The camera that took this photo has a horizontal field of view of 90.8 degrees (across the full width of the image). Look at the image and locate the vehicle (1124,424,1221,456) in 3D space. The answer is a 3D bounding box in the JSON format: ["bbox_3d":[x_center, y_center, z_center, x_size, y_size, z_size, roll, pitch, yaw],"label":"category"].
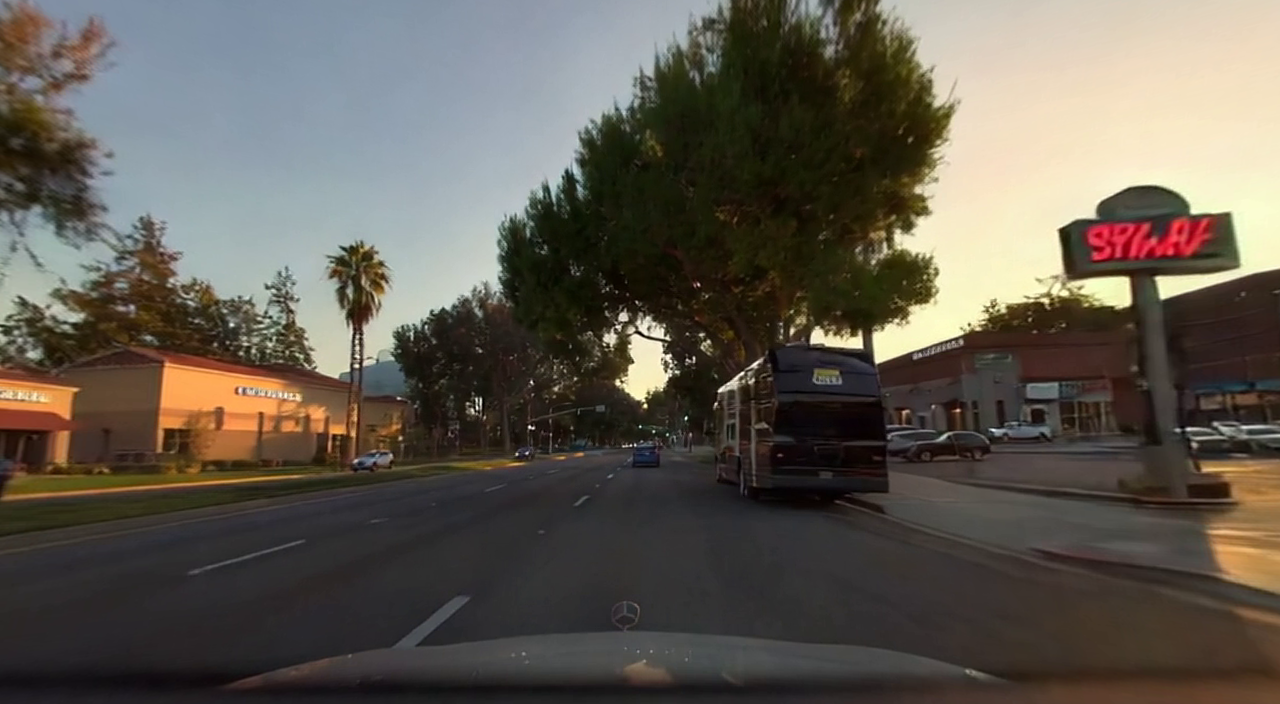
[{"bbox_3d":[25.969,4.318,30.793,4.328,1.475,1.918,4,-10,-27],"label":"vehicle"}]

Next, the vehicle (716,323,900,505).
[{"bbox_3d":[4.102,1.938,17.873,2.896,3.921,8.415,0,-9,0],"label":"vehicle"}]

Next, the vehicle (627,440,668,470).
[{"bbox_3d":[0.364,5.651,34.740,2.103,1.506,4.742,0,-9,0],"label":"vehicle"}]

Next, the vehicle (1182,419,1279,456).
[{"bbox_3d":[26.214,3.783,27.720,4.196,1.520,1.953,4,-10,-24],"label":"vehicle"}]

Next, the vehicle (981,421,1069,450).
[{"bbox_3d":[26.845,5.870,43.990,5.775,1.921,2.339,4,-10,-26],"label":"vehicle"}]

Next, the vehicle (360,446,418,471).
[{"bbox_3d":[-17.204,7.284,43.520,2.067,1.578,4.457,0,-9,1],"label":"vehicle"}]

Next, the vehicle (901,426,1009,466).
[{"bbox_3d":[14.007,4.225,28.209,4.037,1.538,1.912,-7,-11,26],"label":"vehicle"}]

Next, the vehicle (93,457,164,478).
[{"bbox_3d":[-39.302,8.862,48.670,1.756,1.470,4.454,0,-9,-1],"label":"vehicle"}]
